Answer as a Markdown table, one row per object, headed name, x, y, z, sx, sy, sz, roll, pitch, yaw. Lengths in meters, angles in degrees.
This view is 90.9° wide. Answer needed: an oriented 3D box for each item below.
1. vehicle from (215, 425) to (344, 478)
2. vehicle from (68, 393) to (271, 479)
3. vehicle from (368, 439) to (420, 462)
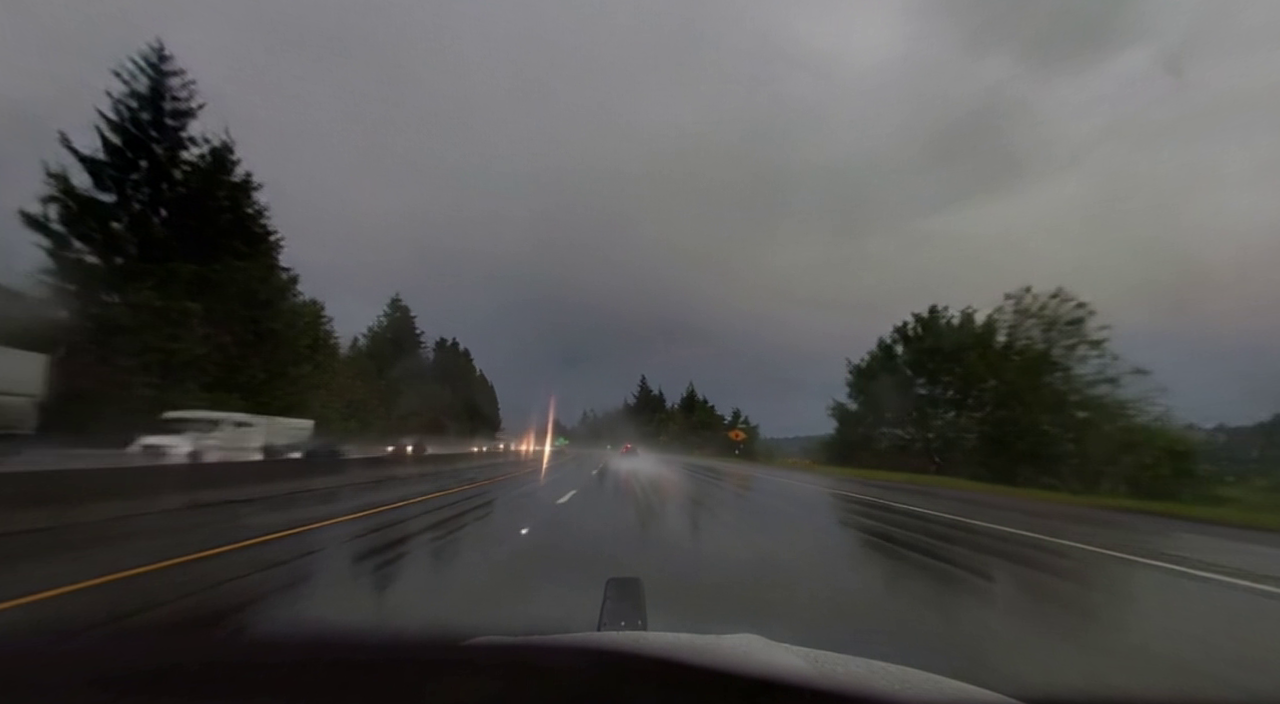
| name | x | y | z | sx | sy | sz | roll | pitch | yaw |
| --- | --- | --- | --- | --- | --- | --- | --- | --- | --- |
| vehicle | -12.121 | 3.389 | 21.560 | 2.012 | 1.641 | 4.081 | 0 | -9 | -1 |
| vehicle | -16.247 | 3.042 | 22.478 | 2.459 | 2.630 | 6.223 | 0 | -9 | -1 |
| vehicle | -17.257 | 6.950 | 44.476 | 2.046 | 1.473 | 4.380 | 0 | -9 | -2 |
